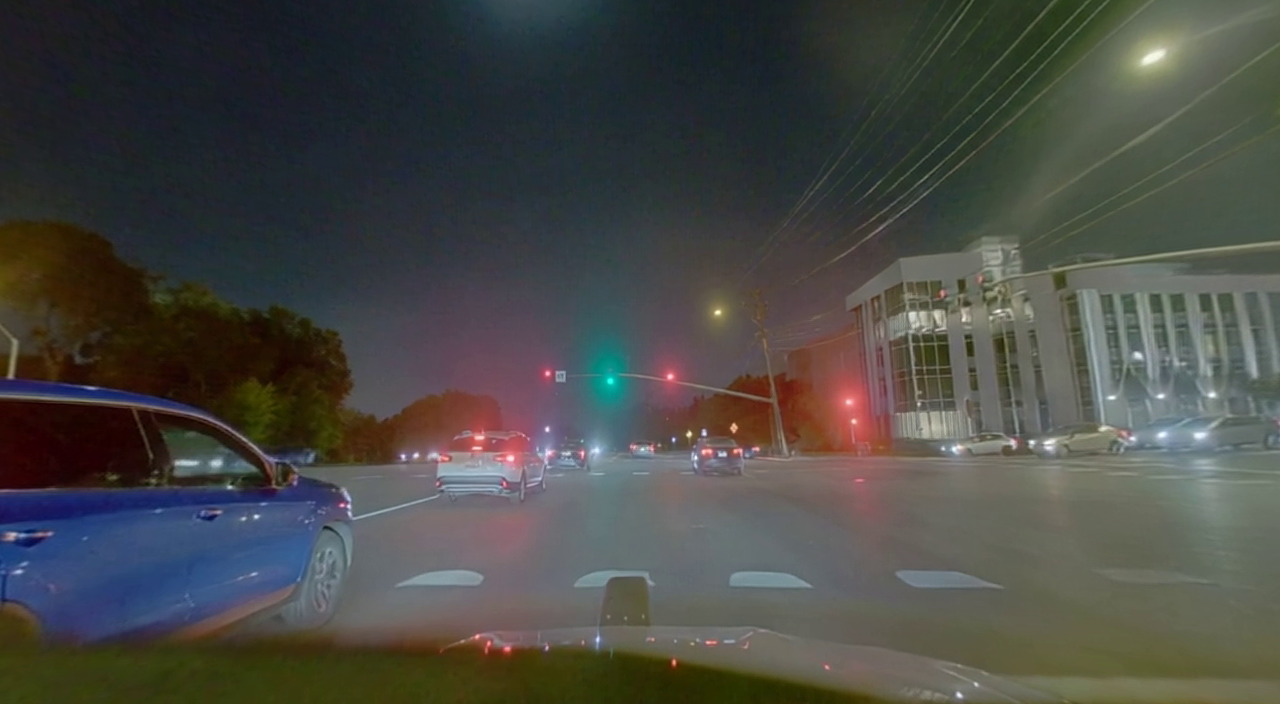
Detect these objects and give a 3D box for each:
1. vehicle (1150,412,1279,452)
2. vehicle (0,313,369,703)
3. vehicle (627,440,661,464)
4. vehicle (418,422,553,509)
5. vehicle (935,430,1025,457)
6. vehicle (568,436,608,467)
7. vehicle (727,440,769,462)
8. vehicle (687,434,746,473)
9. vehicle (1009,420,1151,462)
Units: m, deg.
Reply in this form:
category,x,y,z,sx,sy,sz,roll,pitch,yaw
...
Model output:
category,x,y,z,sx,sy,sz,roll,pitch,yaw
vehicle,26.206,3.631,28.501,4.439,1.748,2.037,0,-9,1
vehicle,-3.349,0.854,2.978,2.127,1.754,4.287,0,-8,1
vehicle,0.284,6.766,42.905,2.185,1.515,4.215,0,-8,1
vehicle,-3.425,2.619,14.933,1.958,1.744,4.315,0,-8,2
vehicle,20.270,5.470,37.706,4.119,1.574,2.028,0,-9,1
vehicle,-2.944,5.779,36.667,1.900,1.677,4.128,0,-8,1
vehicle,8.457,7.788,49.709,1.928,1.591,4.436,1,-9,-8
vehicle,3.578,4.870,30.409,2.201,1.734,4.564,0,-8,-1
vehicle,19.683,4.006,28.343,5.033,1.802,1.928,1,-9,-5
